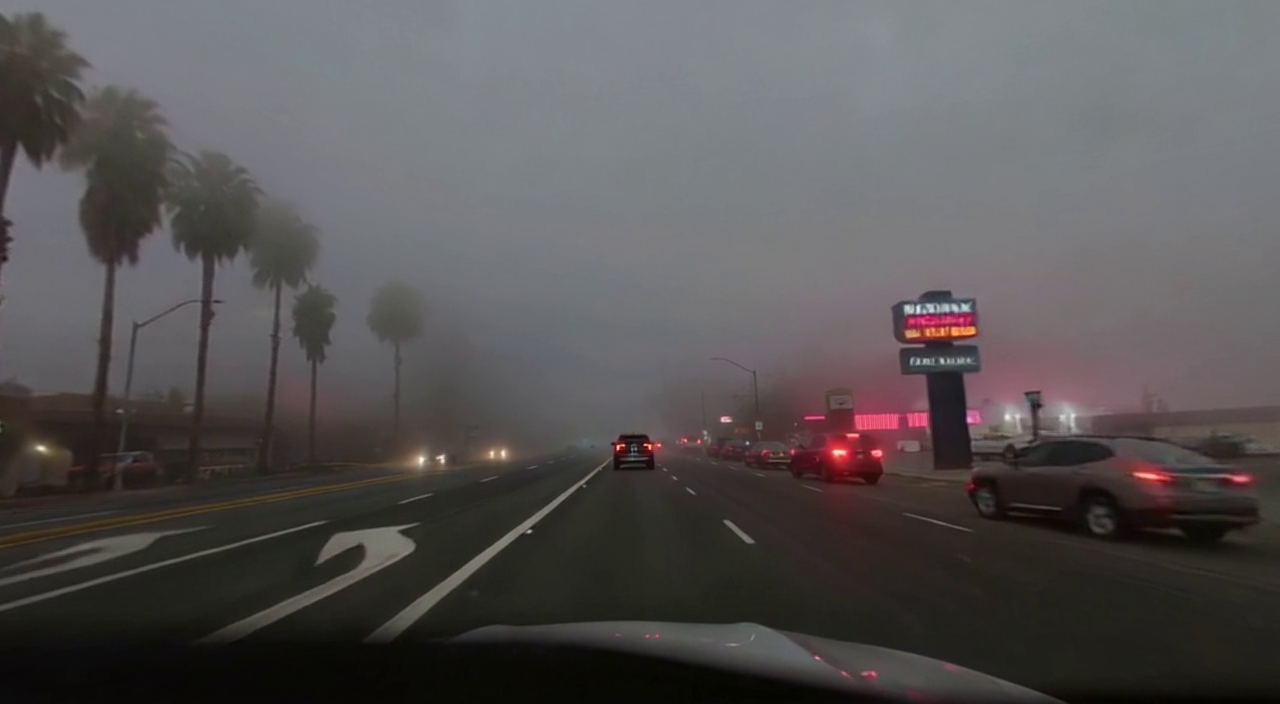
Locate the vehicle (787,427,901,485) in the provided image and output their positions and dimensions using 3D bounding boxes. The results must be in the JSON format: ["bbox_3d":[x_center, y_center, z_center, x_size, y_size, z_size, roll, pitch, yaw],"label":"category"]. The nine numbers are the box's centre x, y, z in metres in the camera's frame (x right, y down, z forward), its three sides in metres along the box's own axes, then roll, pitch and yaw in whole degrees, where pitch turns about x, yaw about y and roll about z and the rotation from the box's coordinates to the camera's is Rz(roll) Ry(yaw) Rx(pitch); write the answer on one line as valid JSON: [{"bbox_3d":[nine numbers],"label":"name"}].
[{"bbox_3d":[6.495,3.391,20.797,2.100,1.675,4.536,0,-9,-2],"label":"vehicle"}]

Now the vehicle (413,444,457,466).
[{"bbox_3d":[-15.238,7.693,47.235,1.875,1.513,4.260,0,-9,-1],"label":"vehicle"}]

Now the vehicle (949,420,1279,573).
[{"bbox_3d":[6.592,1.786,8.724,2.038,1.476,5.032,0,-9,-1],"label":"vehicle"}]

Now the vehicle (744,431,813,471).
[{"bbox_3d":[6.366,4.619,29.625,2.001,1.692,4.800,0,-9,-2],"label":"vehicle"}]

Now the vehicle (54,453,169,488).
[{"bbox_3d":[-27.929,6.257,33.502,4.139,1.702,2.040,0,-9,-3],"label":"vehicle"}]

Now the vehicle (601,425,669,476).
[{"bbox_3d":[-0.232,3.942,25.299,2.428,1.816,4.959,0,-9,-1],"label":"vehicle"}]

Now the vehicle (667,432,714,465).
[{"bbox_3d":[2.827,5.542,36.344,2.187,1.777,4.444,0,-9,-2],"label":"vehicle"}]
